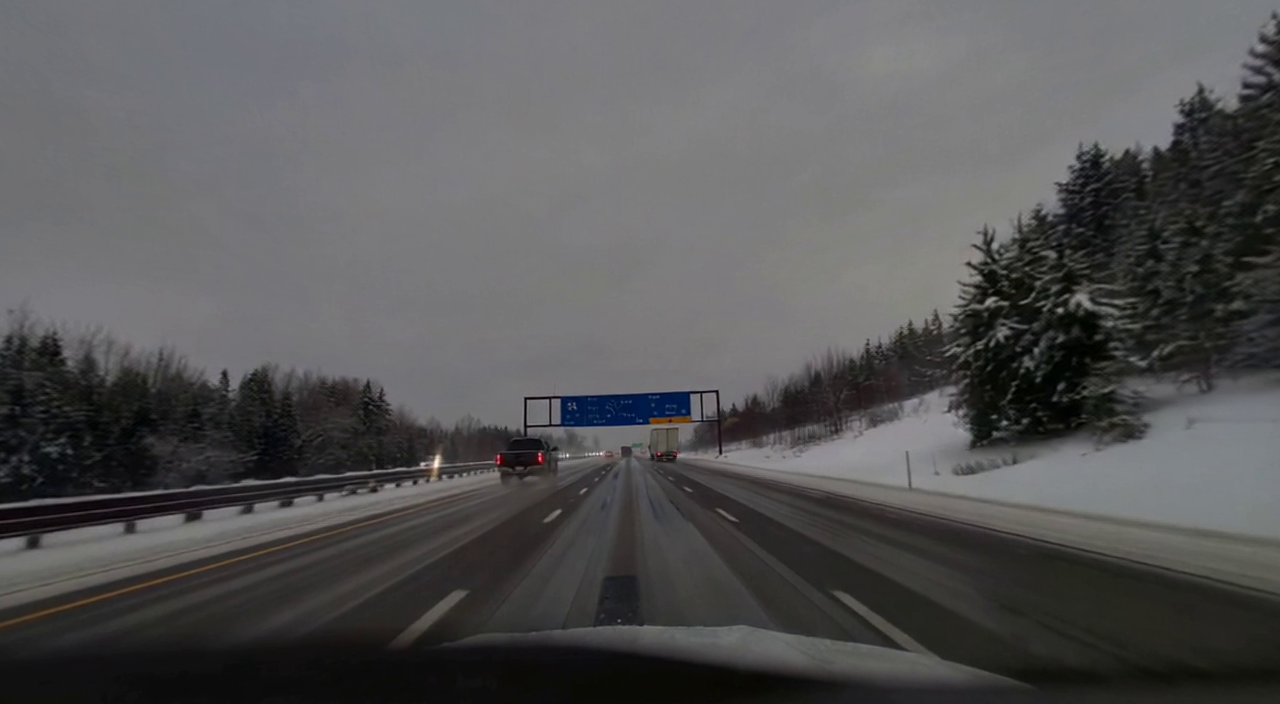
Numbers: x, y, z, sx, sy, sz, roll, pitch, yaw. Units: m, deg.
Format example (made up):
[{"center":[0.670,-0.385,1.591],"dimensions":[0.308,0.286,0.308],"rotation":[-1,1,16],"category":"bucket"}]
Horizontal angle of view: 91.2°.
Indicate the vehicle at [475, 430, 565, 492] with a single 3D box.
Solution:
[{"center":[-3.961,3.715,21.630],"dimensions":[2.173,1.857,4.800],"rotation":[0,-9,0],"category":"vehicle"}]
